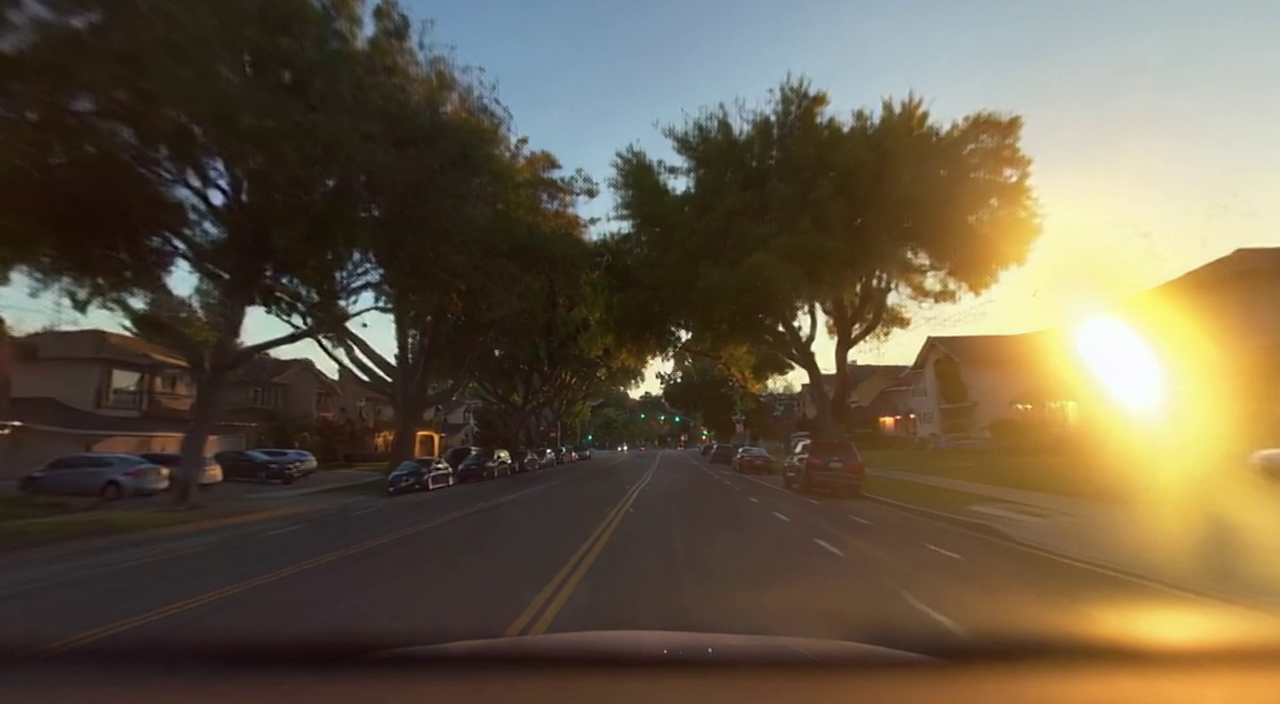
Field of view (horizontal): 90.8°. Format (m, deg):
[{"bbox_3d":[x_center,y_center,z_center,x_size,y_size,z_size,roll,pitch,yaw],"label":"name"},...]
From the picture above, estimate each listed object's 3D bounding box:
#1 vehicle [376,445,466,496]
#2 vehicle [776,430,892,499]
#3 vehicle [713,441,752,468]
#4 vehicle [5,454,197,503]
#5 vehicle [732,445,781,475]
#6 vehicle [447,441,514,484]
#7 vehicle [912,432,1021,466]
[{"bbox_3d":[-9.138,4.999,26.829,2.117,1.865,4.570,-2,-10,2],"label":"vehicle"},{"bbox_3d":[5.845,3.441,19.747,2.215,1.886,4.577,0,-9,1],"label":"vehicle"},{"bbox_3d":[6.220,6.957,43.047,2.155,1.668,4.425,0,-9,2],"label":"vehicle"},{"bbox_3d":[-17.996,4.214,21.257,4.699,1.476,1.949,0,-9,2],"label":"vehicle"},{"bbox_3d":[6.226,5.813,34.235,1.908,1.477,4.920,0,-9,2],"label":"vehicle"},{"bbox_3d":[-8.790,6.106,35.277,2.225,2.037,5.158,-3,-9,2],"label":"vehicle"},{"bbox_3d":[15.198,4.533,29.593,3.966,1.500,1.998,0,-8,4],"label":"vehicle"}]
